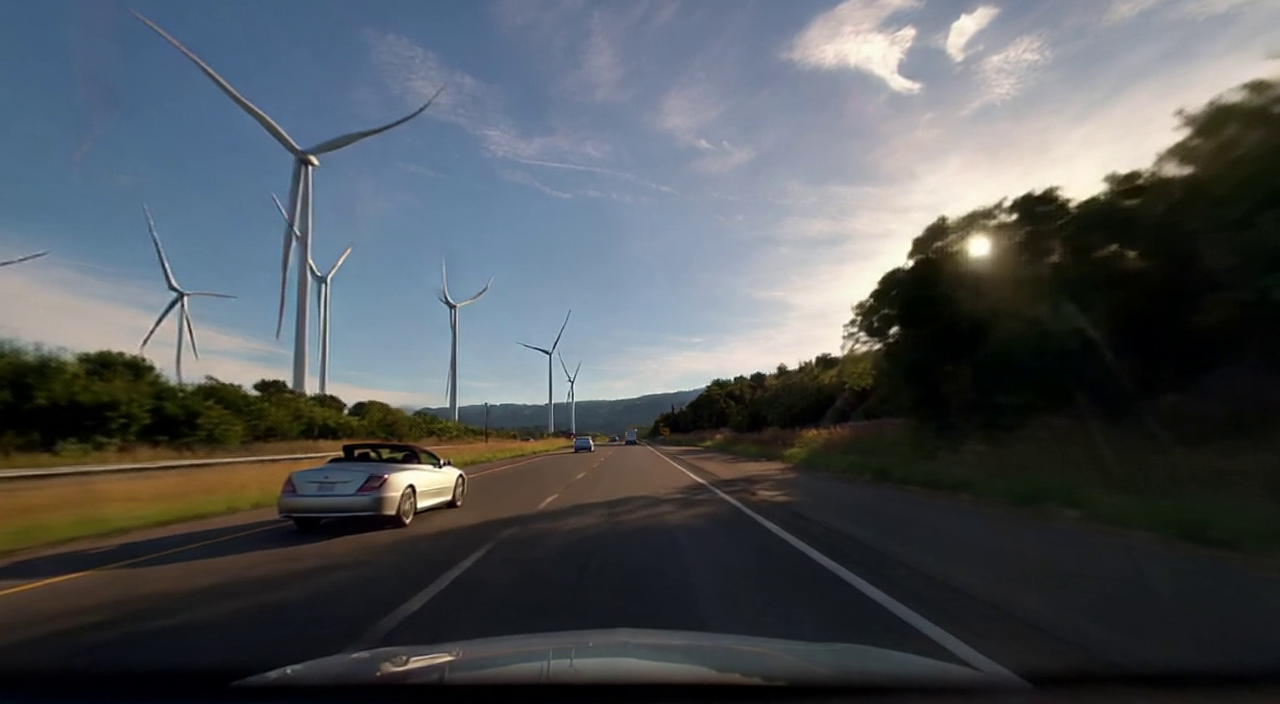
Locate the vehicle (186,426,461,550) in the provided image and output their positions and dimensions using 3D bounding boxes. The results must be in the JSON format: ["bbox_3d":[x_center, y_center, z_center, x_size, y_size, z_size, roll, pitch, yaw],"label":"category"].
[{"bbox_3d":[-4.245,1.856,9.399,1.969,1.413,4.194,0,-8,-1],"label":"vehicle"}]

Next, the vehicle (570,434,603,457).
[{"bbox_3d":[-3.560,6.305,42.458,2.024,1.456,3.754,0,-8,-2],"label":"vehicle"}]
